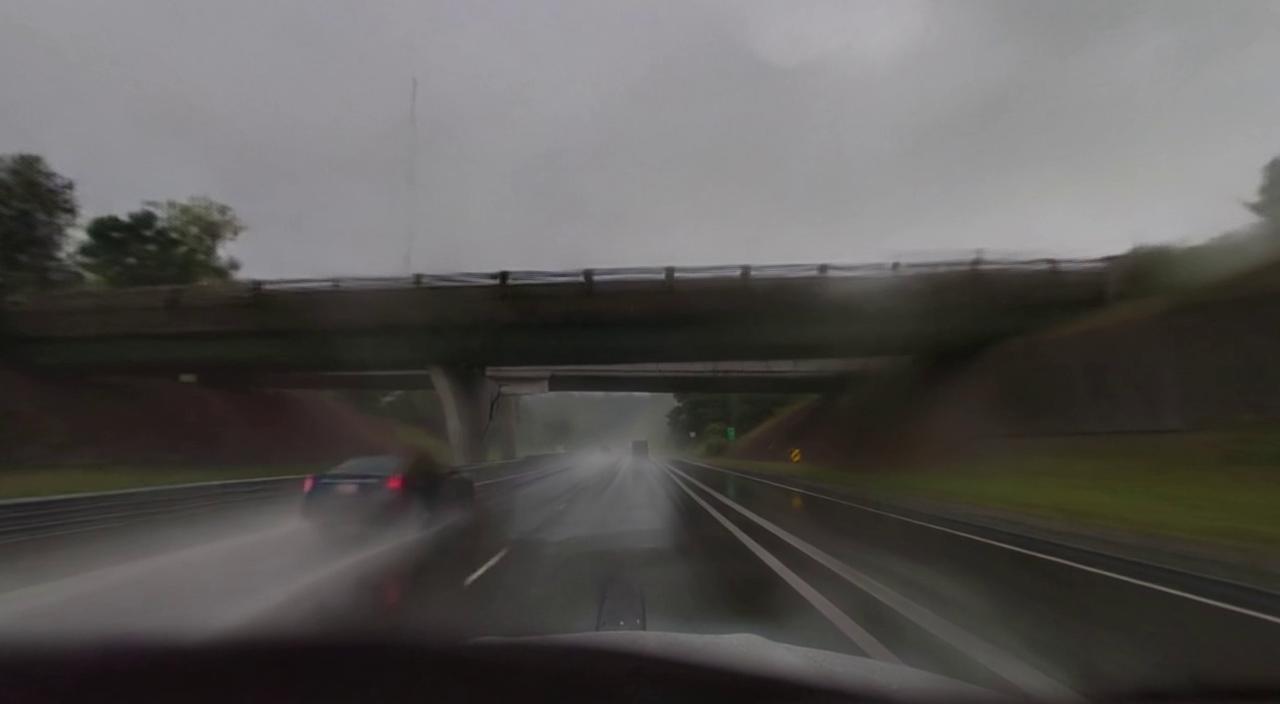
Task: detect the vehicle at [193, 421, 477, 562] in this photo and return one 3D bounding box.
[{"bbox_3d":[-4.171,1.974,9.715,2.076,1.637,4.526,0,-8,0],"label":"vehicle"}]
